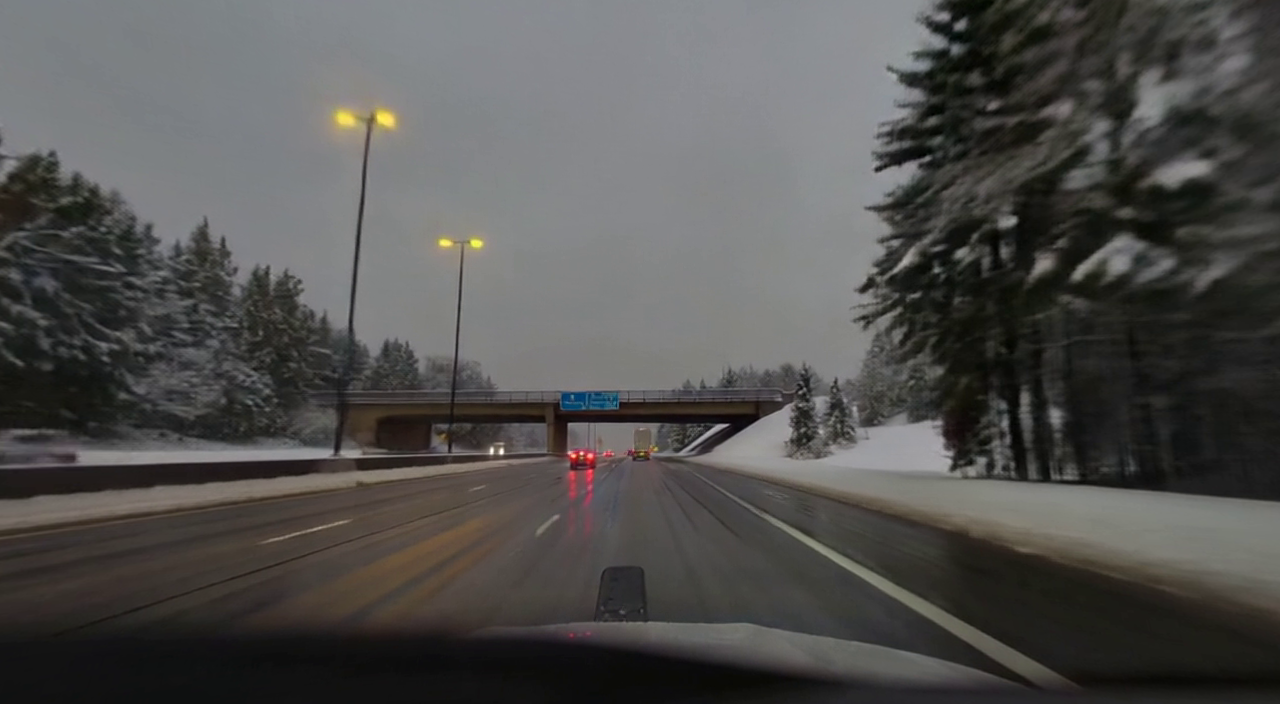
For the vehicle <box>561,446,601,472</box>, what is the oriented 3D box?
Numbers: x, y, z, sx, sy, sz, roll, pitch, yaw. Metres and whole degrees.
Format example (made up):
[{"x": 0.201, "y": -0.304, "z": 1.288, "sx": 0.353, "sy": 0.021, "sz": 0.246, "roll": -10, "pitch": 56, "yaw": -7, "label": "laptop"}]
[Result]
[{"x": -3.664, "y": 6.732, "z": 39.817, "sx": 2.070, "sy": 1.564, "sz": 4.145, "roll": 0, "pitch": -9, "yaw": 0, "label": "vehicle"}]
